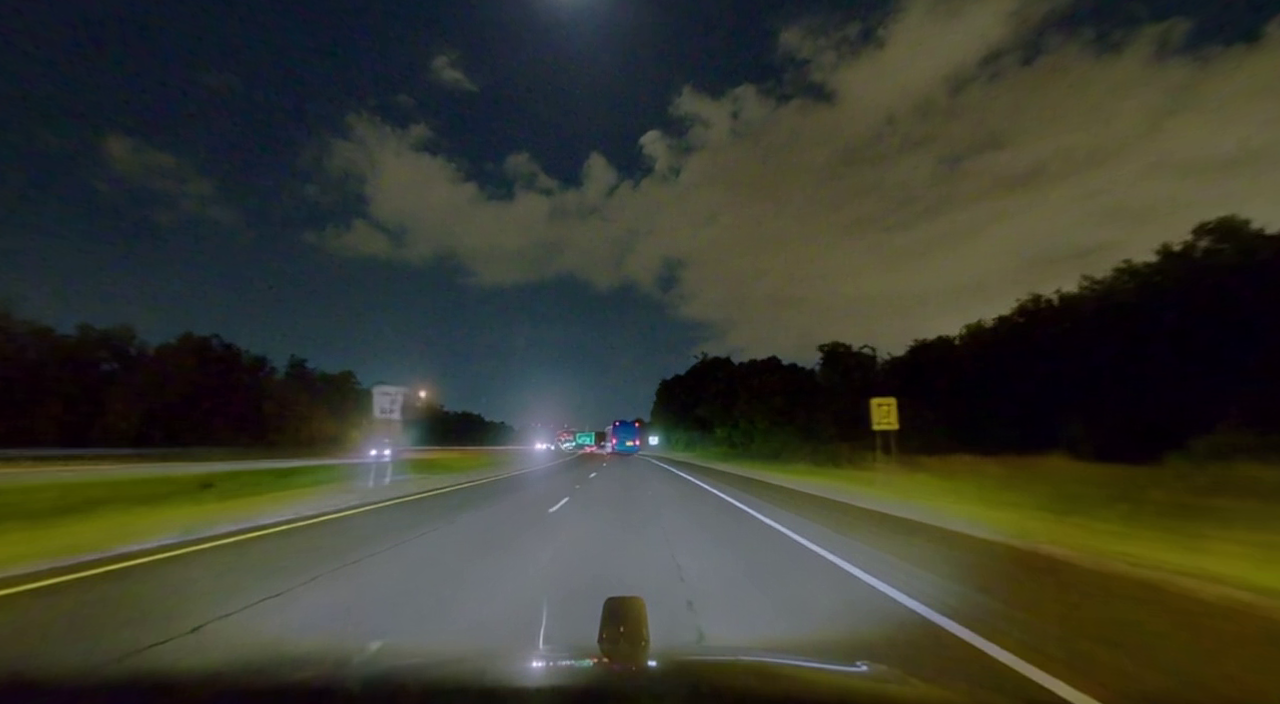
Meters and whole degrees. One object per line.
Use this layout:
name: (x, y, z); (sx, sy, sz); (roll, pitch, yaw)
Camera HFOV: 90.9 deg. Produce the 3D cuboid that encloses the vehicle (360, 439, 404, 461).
vehicle: (-20.254, 7.703, 49.666); (1.810, 1.612, 4.003); (0, -9, -2)
